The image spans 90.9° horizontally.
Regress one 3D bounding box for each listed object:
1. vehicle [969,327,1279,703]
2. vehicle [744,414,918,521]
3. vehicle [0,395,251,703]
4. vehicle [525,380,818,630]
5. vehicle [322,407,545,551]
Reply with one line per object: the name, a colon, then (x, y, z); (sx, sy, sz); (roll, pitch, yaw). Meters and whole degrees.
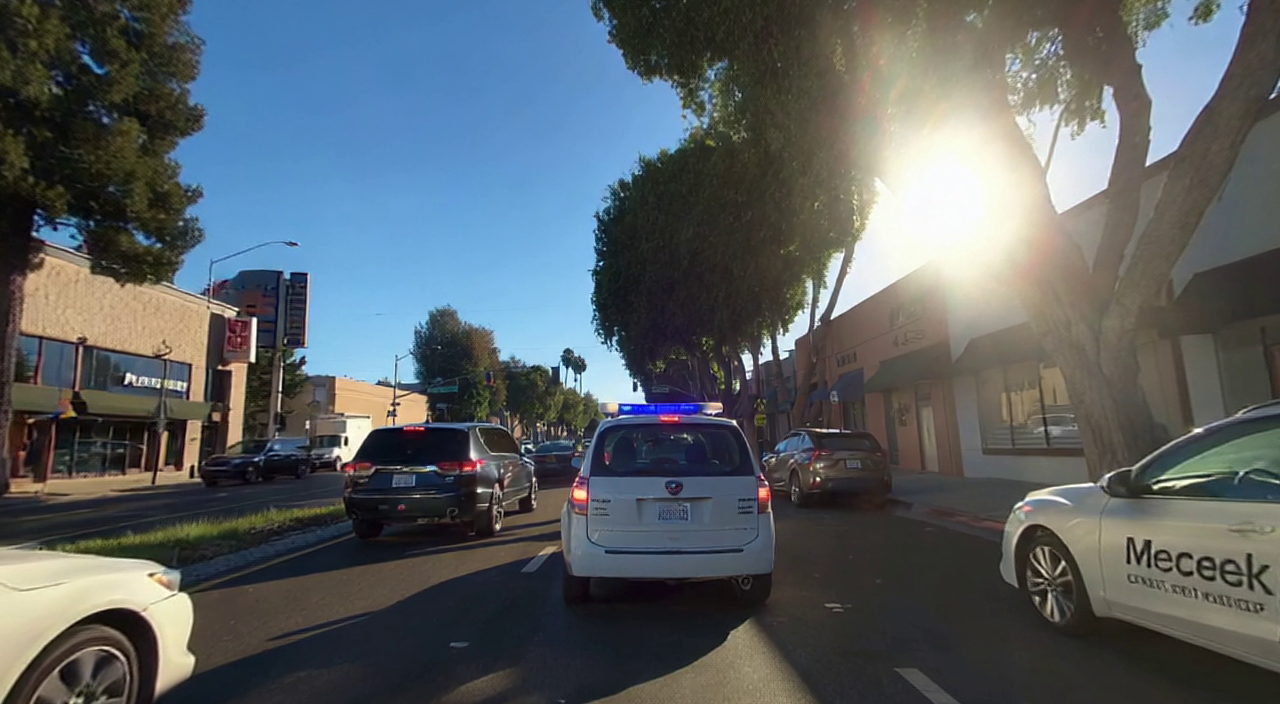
vehicle: (4.047, 0.912, 3.270); (1.987, 1.877, 5.330); (3, -8, 2)
vehicle: (4.018, 2.552, 14.530); (2.038, 1.865, 5.786); (3, -9, -2)
vehicle: (-2.896, 0.736, 0.972); (1.908, 1.474, 4.257); (0, -8, -1)
vehicle: (0.212, 1.378, 6.564); (2.075, 1.770, 4.018); (0, -8, 0)
vehicle: (-2.951, 1.937, 10.289); (2.135, 1.806, 4.514); (0, -8, -1)
